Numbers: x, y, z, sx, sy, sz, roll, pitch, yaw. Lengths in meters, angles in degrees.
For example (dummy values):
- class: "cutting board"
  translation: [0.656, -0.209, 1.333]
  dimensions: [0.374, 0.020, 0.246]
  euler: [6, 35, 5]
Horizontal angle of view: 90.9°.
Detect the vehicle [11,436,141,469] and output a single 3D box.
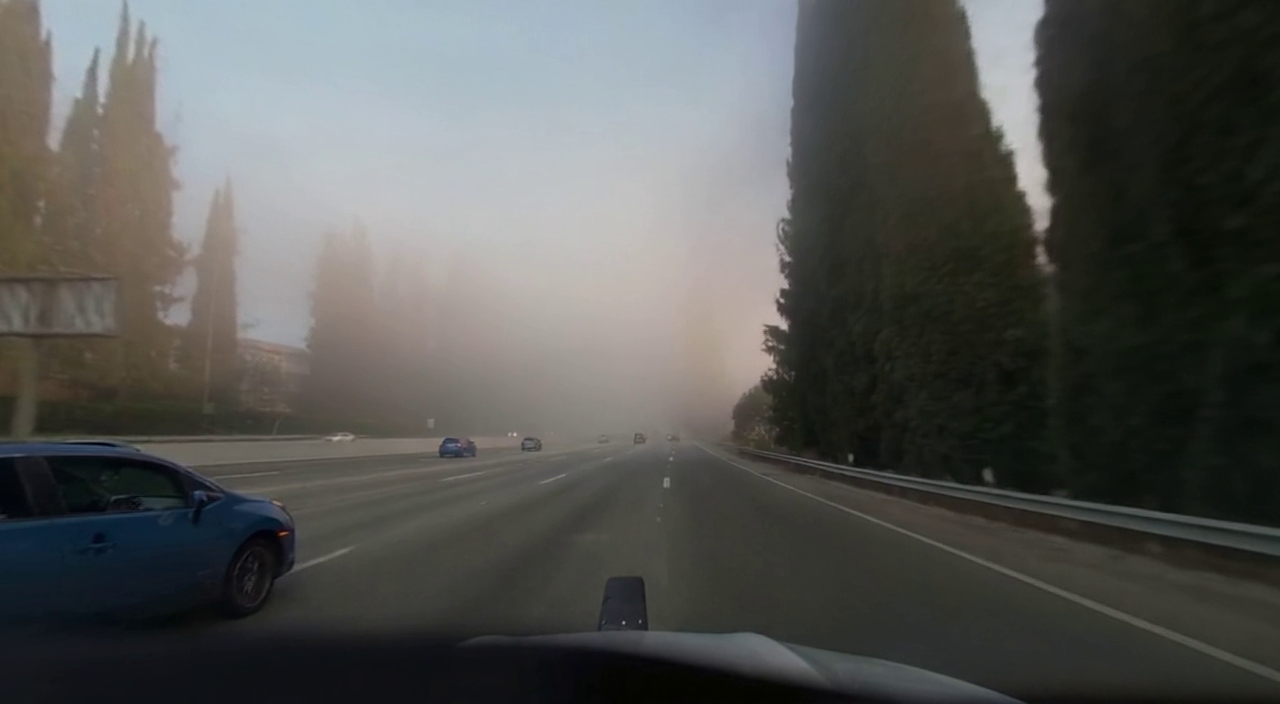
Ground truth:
- class: "vehicle"
  translation: [-27.589, 4.929, 31.089]
  dimensions: [1.833, 1.472, 4.655]
  euler: [-1, -8, 6]
